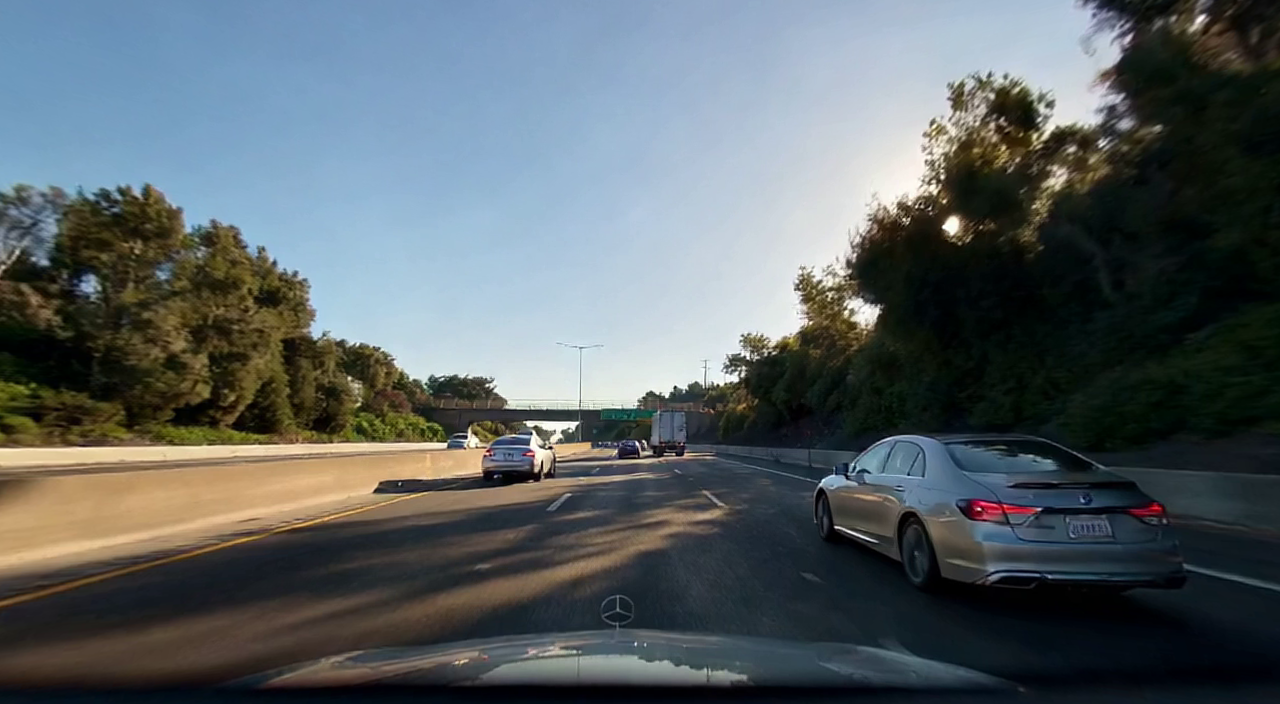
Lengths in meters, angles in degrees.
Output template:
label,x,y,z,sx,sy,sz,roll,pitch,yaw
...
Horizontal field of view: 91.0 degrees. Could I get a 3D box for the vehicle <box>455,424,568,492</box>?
label,x,y,z,sx,sy,sz,roll,pitch,yaw
vehicle,-3.654,3.119,18.922,2.377,1.747,4.703,0,-8,0

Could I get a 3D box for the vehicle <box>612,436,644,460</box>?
label,x,y,z,sx,sy,sz,roll,pitch,yaw
vehicle,-0.796,6.586,43.400,2.125,1.542,3.816,0,-8,0
